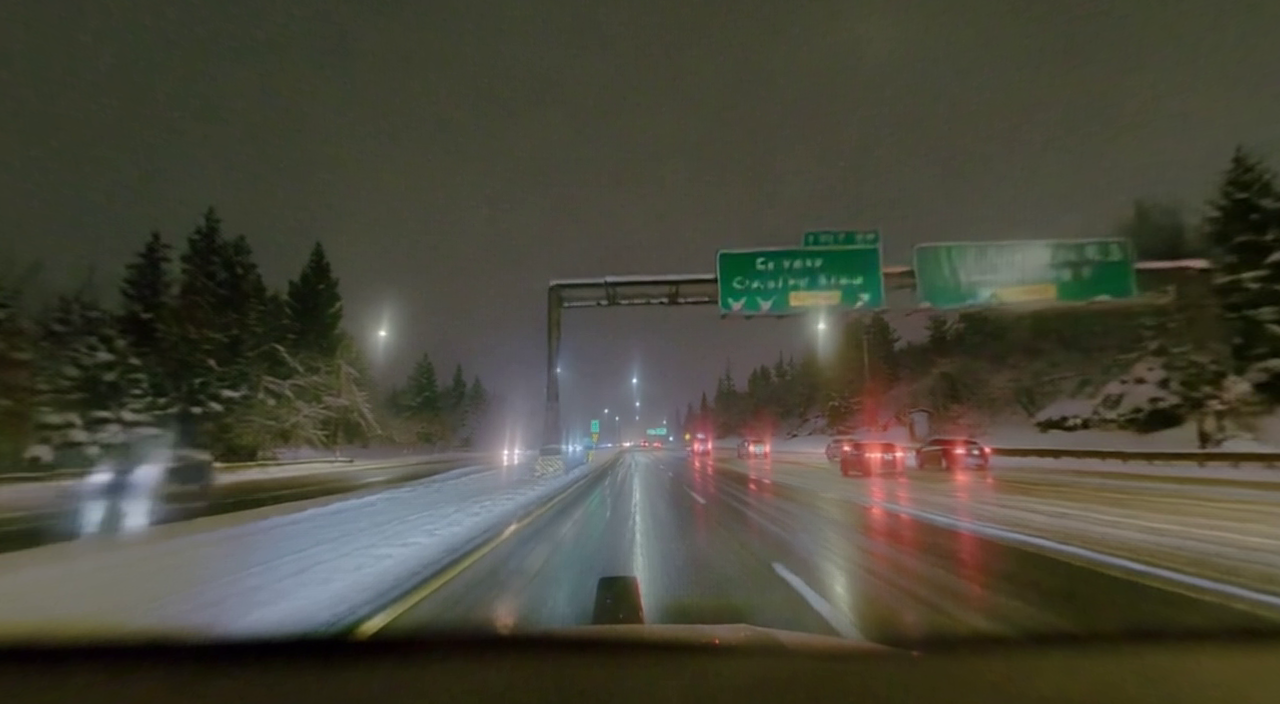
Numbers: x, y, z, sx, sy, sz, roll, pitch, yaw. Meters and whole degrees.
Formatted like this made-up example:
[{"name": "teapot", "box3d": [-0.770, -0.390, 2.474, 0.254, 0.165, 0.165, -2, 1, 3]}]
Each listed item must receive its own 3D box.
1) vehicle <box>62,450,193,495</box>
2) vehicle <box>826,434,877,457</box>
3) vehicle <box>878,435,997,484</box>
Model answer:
[{"name": "vehicle", "box3d": [-19.145, 4.482, 23.855, 1.741, 1.495, 3.853, 0, -9, -2]}, {"name": "vehicle", "box3d": [16.490, 7.335, 49.465, 2.034, 1.698, 5.065, 0, -9, -2]}, {"name": "vehicle", "box3d": [9.526, 3.474, 20.663, 1.836, 1.418, 4.132, 0, -9, -1]}]
